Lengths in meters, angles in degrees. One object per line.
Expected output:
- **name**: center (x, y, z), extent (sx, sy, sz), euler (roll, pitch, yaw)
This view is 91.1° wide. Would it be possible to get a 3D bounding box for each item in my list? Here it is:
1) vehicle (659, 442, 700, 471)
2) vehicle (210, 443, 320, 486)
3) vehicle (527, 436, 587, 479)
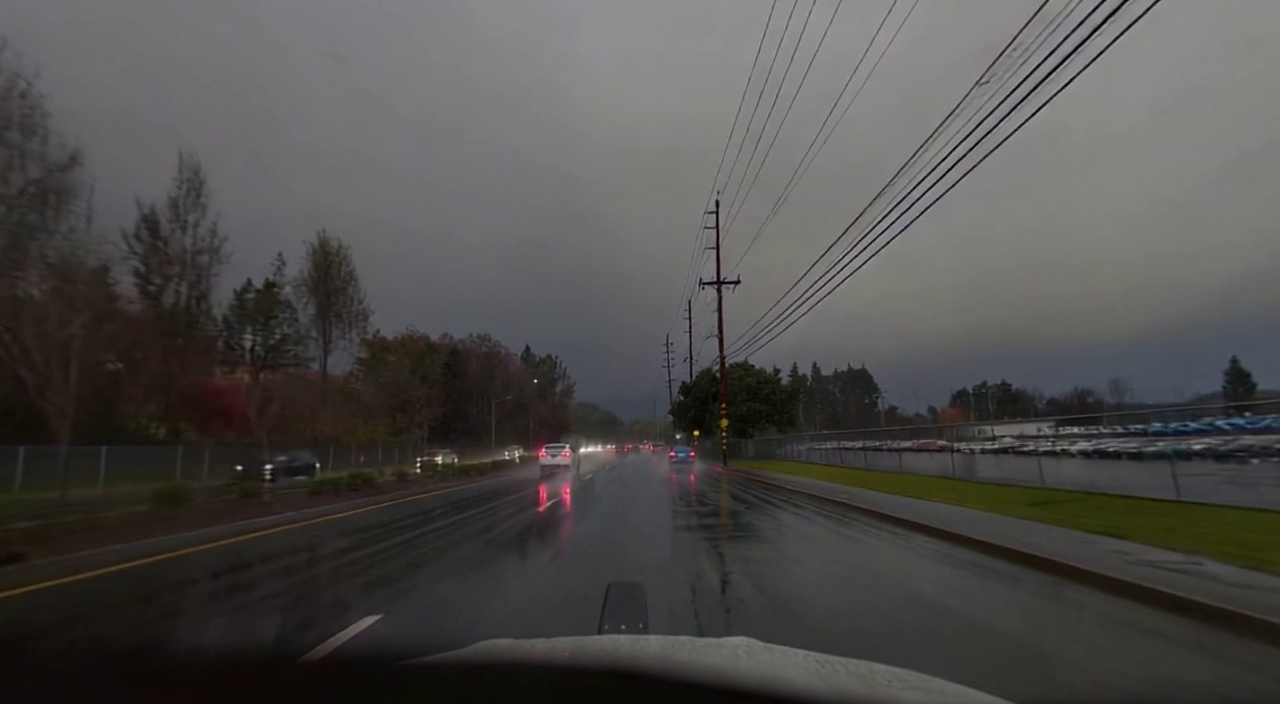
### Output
- **vehicle**: center (2.102, 5.756, 34.803), extent (2.059, 1.486, 3.980), euler (0, -8, 0)
- **vehicle**: center (-16.586, 4.959, 28.082), extent (2.073, 1.715, 4.524), euler (0, -8, 1)
- **vehicle**: center (-3.528, 4.561, 27.458), extent (1.950, 1.692, 4.397), euler (0, -8, 1)
